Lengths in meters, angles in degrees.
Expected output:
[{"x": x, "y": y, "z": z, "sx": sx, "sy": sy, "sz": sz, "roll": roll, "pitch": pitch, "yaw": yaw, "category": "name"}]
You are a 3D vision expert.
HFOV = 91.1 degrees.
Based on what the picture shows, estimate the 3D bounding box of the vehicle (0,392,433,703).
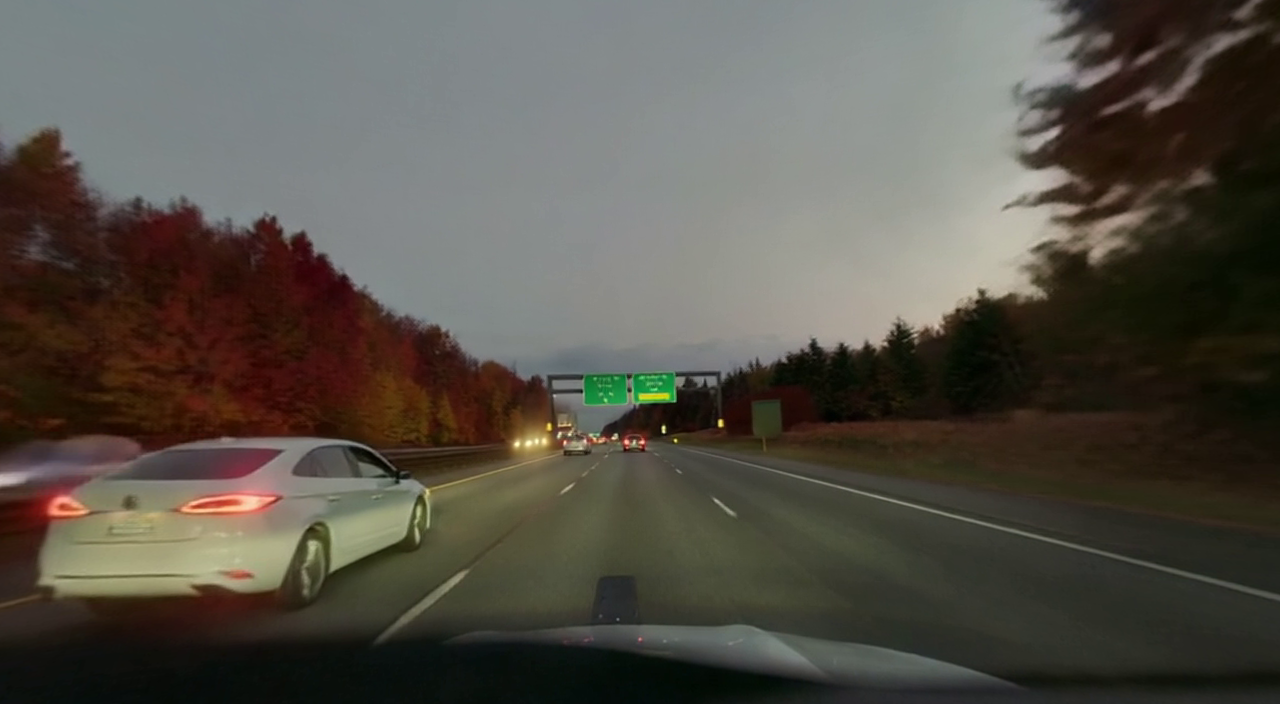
[{"x": -3.429, "y": 1.248, "z": 4.987, "sx": 1.989, "sy": 1.497, "sz": 4.645, "roll": 0, "pitch": -8, "yaw": 0, "category": "vehicle"}]

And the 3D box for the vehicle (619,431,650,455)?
[{"x": -0.412, "y": 6.368, "z": 44.029, "sx": 2.054, "sy": 1.609, "sz": 3.859, "roll": 0, "pitch": -8, "yaw": -1, "category": "vehicle"}]

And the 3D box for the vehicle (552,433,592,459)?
[{"x": -4.271, "y": 5.940, "z": 39.940, "sx": 2.071, "sy": 1.524, "sz": 4.398, "roll": 0, "pitch": -8, "yaw": 0, "category": "vehicle"}]
